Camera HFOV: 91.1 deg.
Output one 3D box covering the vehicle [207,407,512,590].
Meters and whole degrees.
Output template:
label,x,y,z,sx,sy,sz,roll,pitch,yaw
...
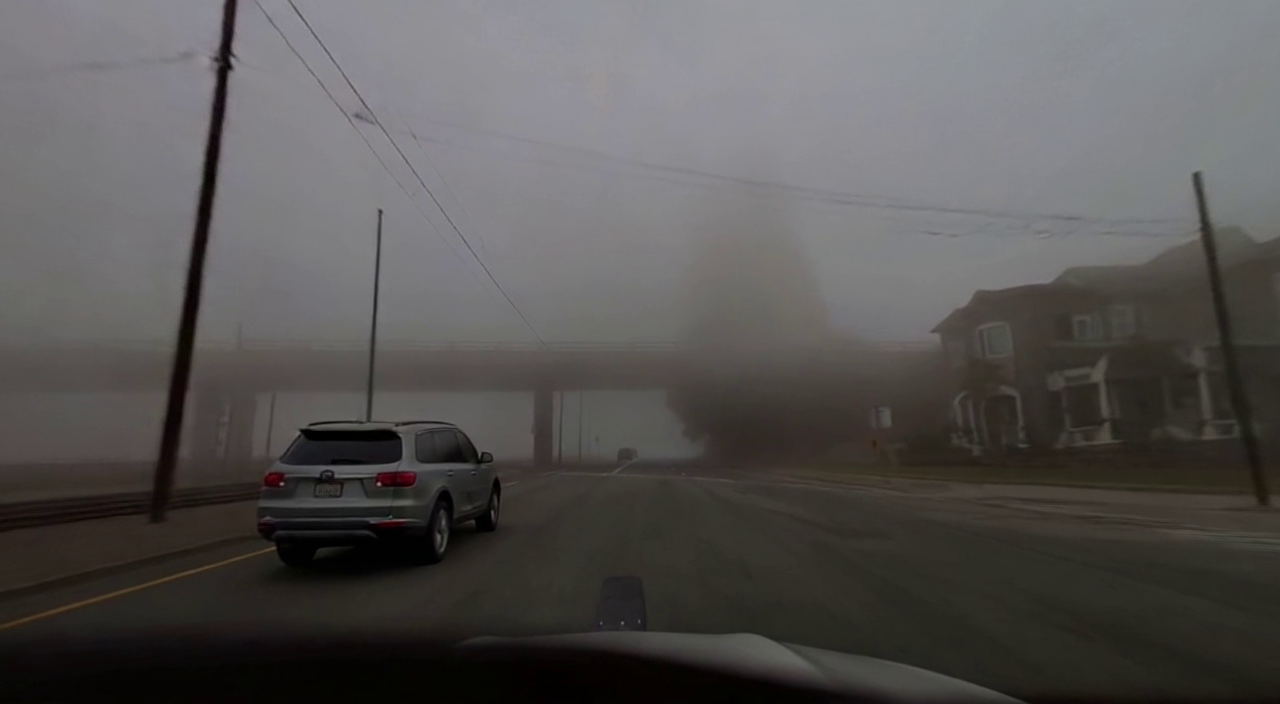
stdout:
label,x,y,z,sx,sy,sz,roll,pitch,yaw
vehicle,-3.093,1.702,8.139,1.882,1.704,4.335,0,-8,1
